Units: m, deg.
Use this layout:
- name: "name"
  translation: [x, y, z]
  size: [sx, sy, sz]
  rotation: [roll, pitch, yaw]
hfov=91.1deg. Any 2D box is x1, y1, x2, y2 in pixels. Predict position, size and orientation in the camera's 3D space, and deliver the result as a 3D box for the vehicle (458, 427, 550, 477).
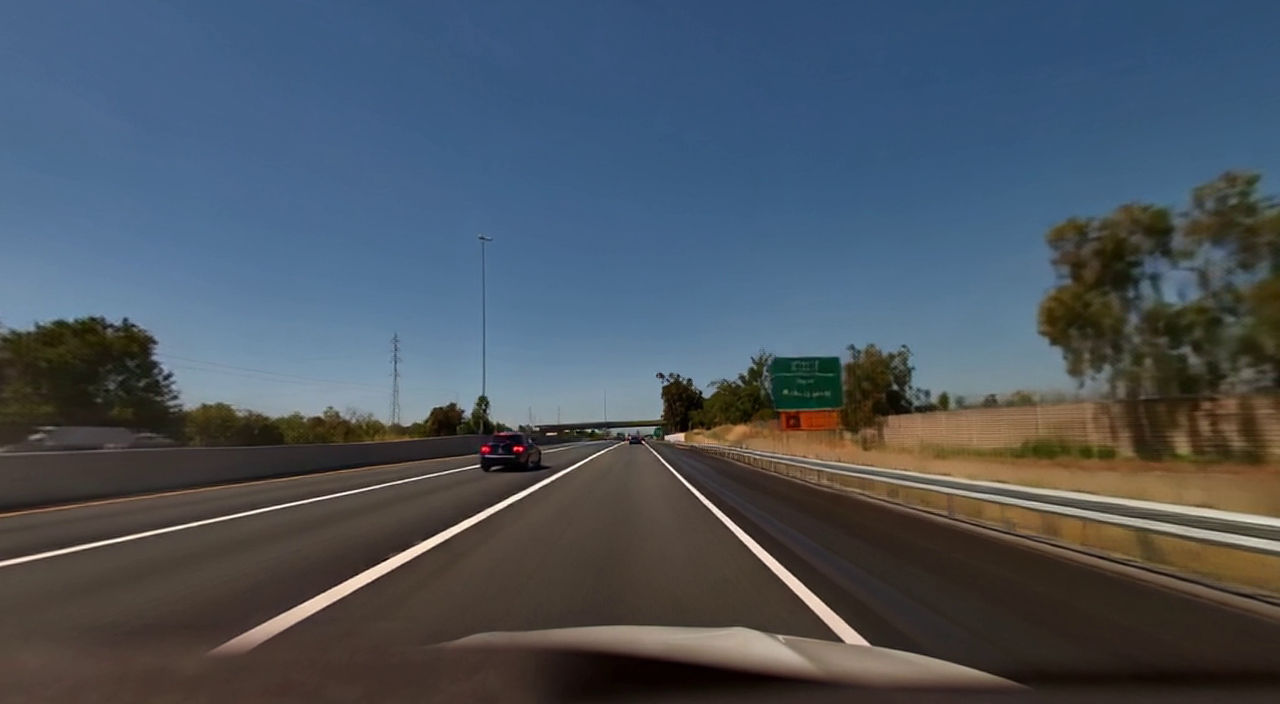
- name: "vehicle"
  translation: [-4.621, 3.464, 22.214]
  size: [2.149, 1.532, 4.905]
  rotation: [0, -8, 0]
